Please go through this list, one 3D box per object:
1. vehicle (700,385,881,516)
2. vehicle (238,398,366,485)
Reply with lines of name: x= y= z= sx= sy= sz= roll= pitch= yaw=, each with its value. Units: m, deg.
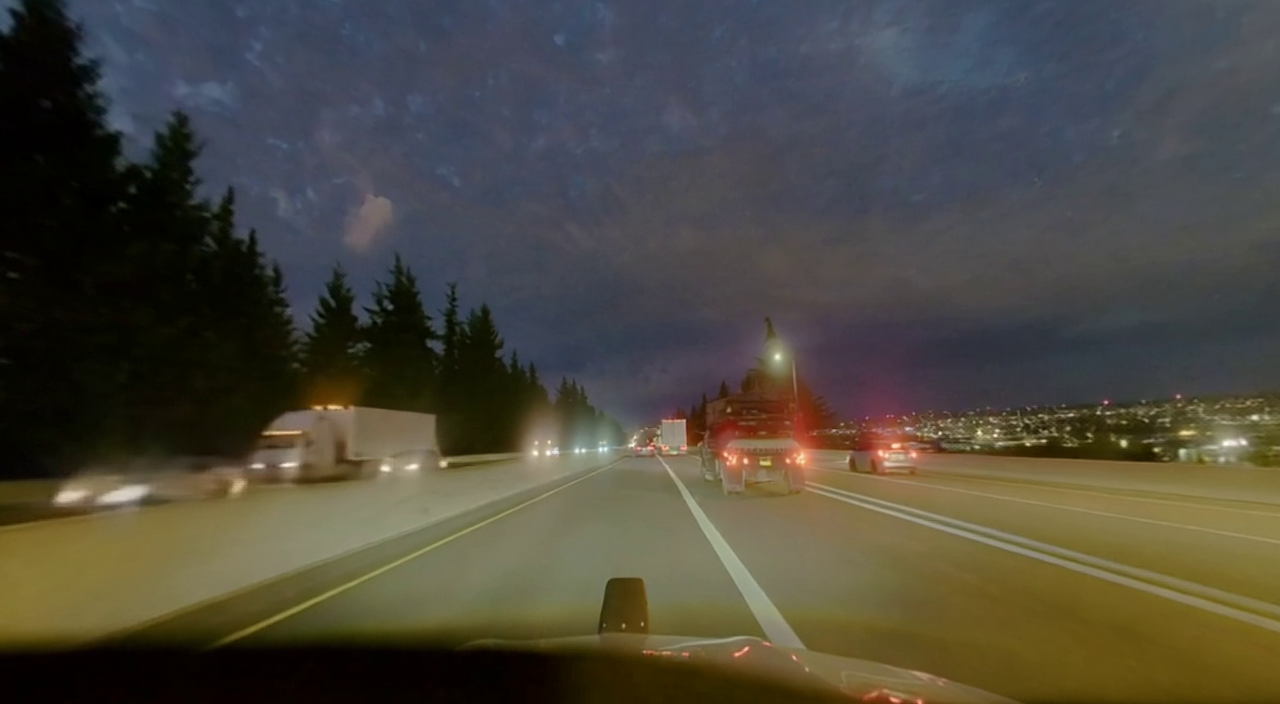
vehicle: x=3.120 y=2.300 z=15.016 sx=2.677 sy=2.439 sz=6.402 roll=0 pitch=-8 yaw=0
vehicle: x=-16.749 y=4.517 z=31.771 sx=2.976 sy=3.946 sz=5.951 roll=0 pitch=-8 yaw=1
